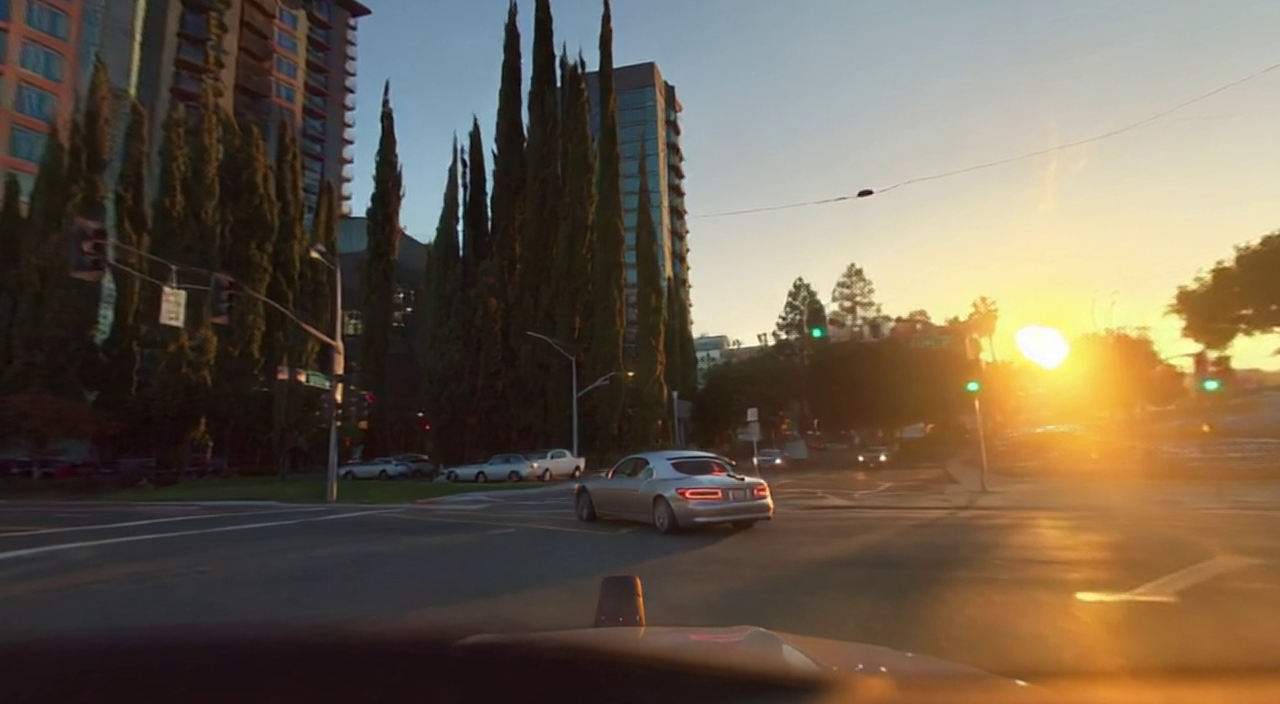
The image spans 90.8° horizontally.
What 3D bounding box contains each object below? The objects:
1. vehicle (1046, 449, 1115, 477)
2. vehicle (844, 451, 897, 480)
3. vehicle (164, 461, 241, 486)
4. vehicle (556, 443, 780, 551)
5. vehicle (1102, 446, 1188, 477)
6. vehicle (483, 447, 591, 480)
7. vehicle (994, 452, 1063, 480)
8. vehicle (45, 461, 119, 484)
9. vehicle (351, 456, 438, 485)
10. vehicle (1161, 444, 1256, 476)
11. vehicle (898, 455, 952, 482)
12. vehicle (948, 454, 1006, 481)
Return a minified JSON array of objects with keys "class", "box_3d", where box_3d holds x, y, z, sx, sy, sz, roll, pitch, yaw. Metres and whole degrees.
[{"class":"vehicle","box_3d":[23.213,5.835,33.436,1.704,1.365,3.315,-2,-9,11]},{"class":"vehicle","box_3d":[12.715,6.256,35.059,1.983,1.453,4.180,-1,-9,10]},{"class":"vehicle","box_3d":[-27.895,7.754,40.436,1.709,1.410,3.945,-1,-9,10]},{"class":"vehicle","box_3d":[0.268,2.425,11.360,1.903,1.529,4.254,6,-10,-32]},{"class":"vehicle","box_3d":[25.944,5.606,32.615,1.970,1.449,3.604,-2,-9,12]},{"class":"vehicle","box_3d":[-6.183,6.678,38.154,6.021,1.868,2.172,-2,-9,11]},{"class":"vehicle","box_3d":[20.663,6.066,33.745,2.006,1.371,3.426,-2,-9,12]},{"class":"vehicle","box_3d":[-37.577,8.085,42.600,1.627,1.392,3.330,-1,-9,10]},{"class":"vehicle","box_3d":[-13.930,6.715,35.897,4.207,1.508,1.875,-2,-9,13]},{"class":"vehicle","box_3d":[28.882,5.489,32.257,1.997,1.495,3.504,-2,-9,12]},{"class":"vehicle","box_3d":[15.636,6.387,34.891,1.889,1.358,3.751,-2,-9,12]},{"class":"vehicle","box_3d":[18.049,6.157,34.000,1.692,1.343,3.352,-1,-9,9]}]
